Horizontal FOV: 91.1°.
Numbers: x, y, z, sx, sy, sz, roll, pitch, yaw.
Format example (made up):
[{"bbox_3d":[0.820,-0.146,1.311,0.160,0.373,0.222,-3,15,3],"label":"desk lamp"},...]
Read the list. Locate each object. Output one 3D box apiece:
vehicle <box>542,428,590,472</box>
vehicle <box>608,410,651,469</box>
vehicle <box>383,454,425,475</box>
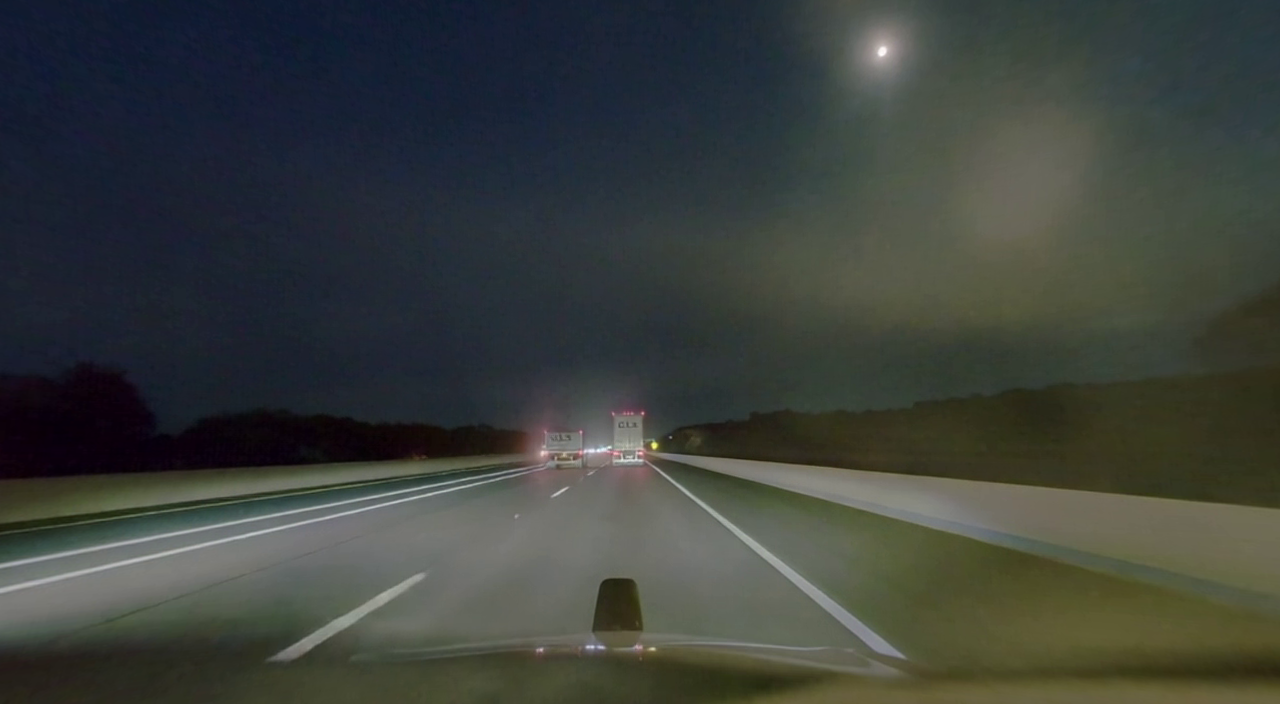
[{"bbox_3d":[-4.812,6.473,41.642,2.529,2.697,5.935,0,-9,-1],"label":"vehicle"},{"bbox_3d":[-0.830,6.774,48.201,2.923,4.007,9.760,0,-9,-1],"label":"vehicle"},{"bbox_3d":[-18.147,8.655,48.550,1.756,1.446,3.768,0,-9,0],"label":"vehicle"}]
